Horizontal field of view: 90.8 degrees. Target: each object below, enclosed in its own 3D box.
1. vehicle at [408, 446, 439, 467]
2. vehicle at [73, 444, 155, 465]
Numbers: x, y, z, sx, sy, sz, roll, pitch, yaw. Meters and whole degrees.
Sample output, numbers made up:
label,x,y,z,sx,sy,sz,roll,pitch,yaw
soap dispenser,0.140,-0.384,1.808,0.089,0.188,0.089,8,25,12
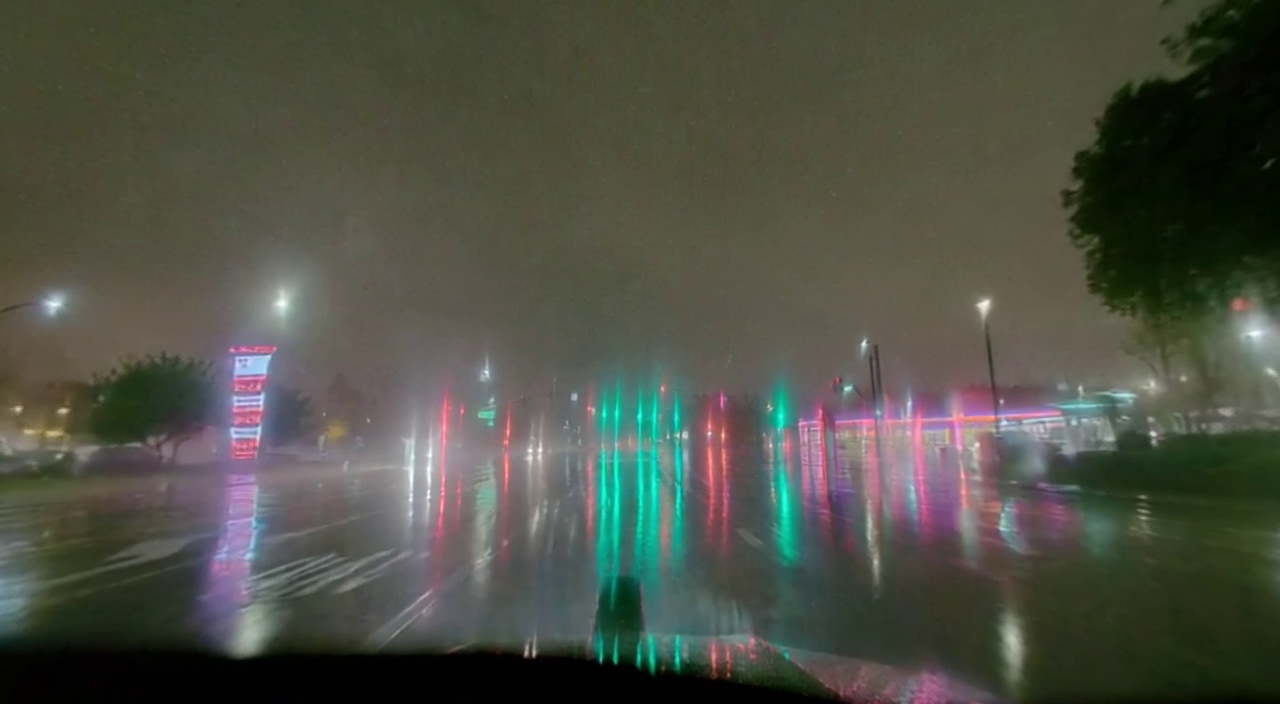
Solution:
label,x,y,z,sx,sy,sz,roll,pitch,yaw
vehicle,-17.013,8.166,49.694,1.930,1.473,4.480,2,-8,-15
vehicle,-39.598,7.701,47.704,1.856,1.484,4.964,0,-8,1
